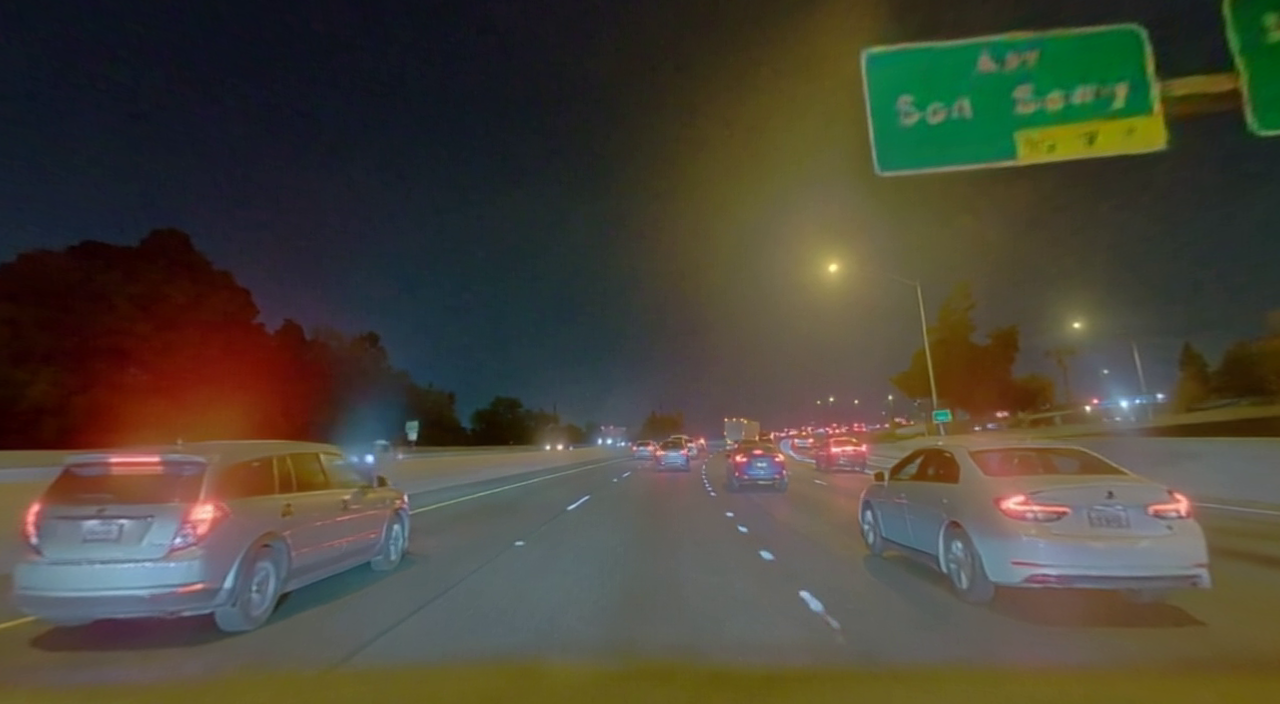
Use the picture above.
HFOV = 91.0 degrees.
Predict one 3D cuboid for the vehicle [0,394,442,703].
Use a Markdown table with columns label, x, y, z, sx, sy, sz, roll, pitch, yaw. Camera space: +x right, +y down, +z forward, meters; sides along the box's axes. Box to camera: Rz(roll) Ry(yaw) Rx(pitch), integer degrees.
| label | x | y | z | sx | sy | sz | roll | pitch | yaw |
| --- | --- | --- | --- | --- | --- | --- | --- | --- | --- |
| vehicle | -3.242 | 1.297 | 4.777 | 1.937 | 1.558 | 4.469 | 0 | -9 | 1 |

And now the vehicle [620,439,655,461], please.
| label | x | y | z | sx | sy | sz | roll | pitch | yaw |
| --- | --- | --- | --- | --- | --- | --- | --- | --- | --- |
| vehicle | -0.154 | 7.264 | 46.555 | 2.059 | 1.516 | 4.236 | -1 | -9 | 7 |

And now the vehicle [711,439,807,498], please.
| label | x | y | z | sx | sy | sz | roll | pitch | yaw |
| --- | --- | --- | --- | --- | --- | --- | --- | --- | --- |
| vehicle | 3.299 | 3.331 | 18.382 | 2.009 | 1.489 | 4.559 | 0 | -9 | 1 |

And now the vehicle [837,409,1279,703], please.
| label | x | y | z | sx | sy | sz | roll | pitch | yaw |
| --- | --- | --- | --- | --- | --- | --- | --- | --- | --- |
| vehicle | 3.442 | 1.390 | 5.453 | 2.014 | 1.489 | 4.696 | 0 | -9 | 1 |

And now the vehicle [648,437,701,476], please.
| label | x | y | z | sx | sy | sz | roll | pitch | yaw |
| --- | --- | --- | --- | --- | --- | --- | --- | --- | --- |
| vehicle | 1.555 | 4.636 | 28.025 | 2.201 | 1.614 | 3.803 | -1 | -9 | 4 |
